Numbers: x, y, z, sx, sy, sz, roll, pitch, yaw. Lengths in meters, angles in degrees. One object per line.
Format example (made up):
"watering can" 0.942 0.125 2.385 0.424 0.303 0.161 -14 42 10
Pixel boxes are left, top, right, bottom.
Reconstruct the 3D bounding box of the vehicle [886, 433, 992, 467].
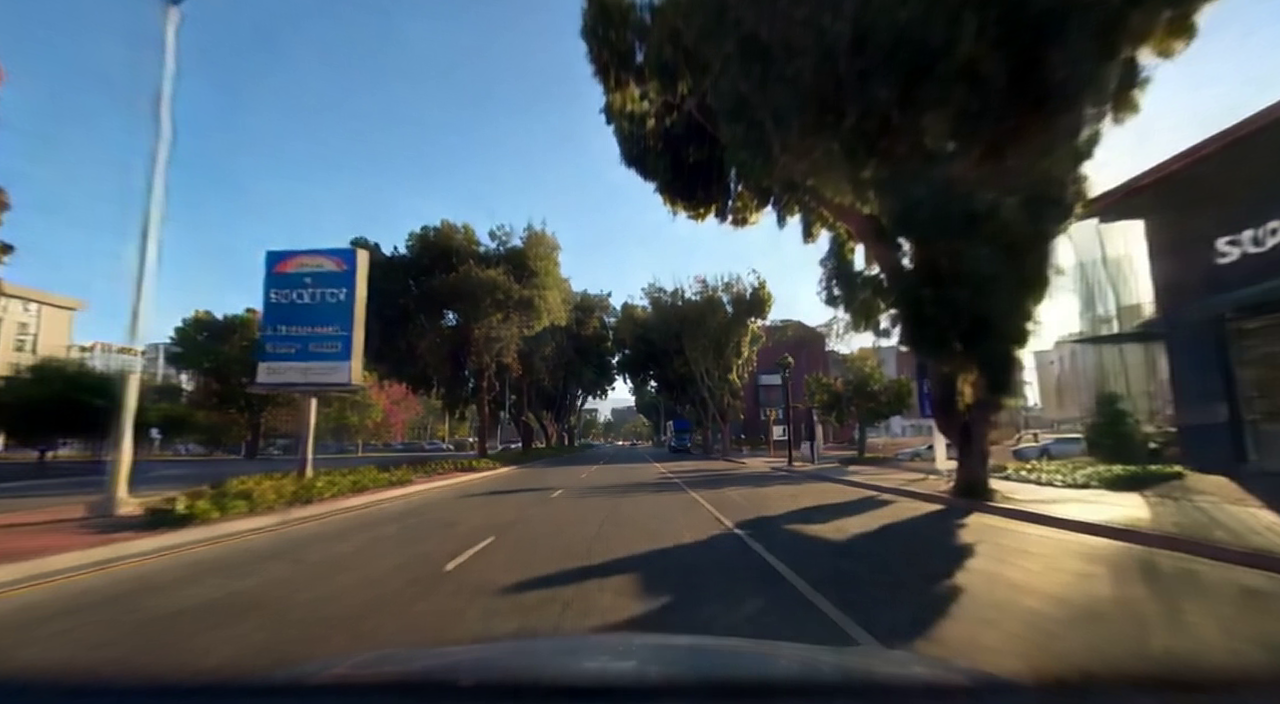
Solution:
"vehicle" 14.705 4.868 31.274 4.296 1.596 1.807 0 -8 0

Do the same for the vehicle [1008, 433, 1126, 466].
"vehicle" 21.111 4.824 31.379 4.416 1.561 1.876 0 -8 0
